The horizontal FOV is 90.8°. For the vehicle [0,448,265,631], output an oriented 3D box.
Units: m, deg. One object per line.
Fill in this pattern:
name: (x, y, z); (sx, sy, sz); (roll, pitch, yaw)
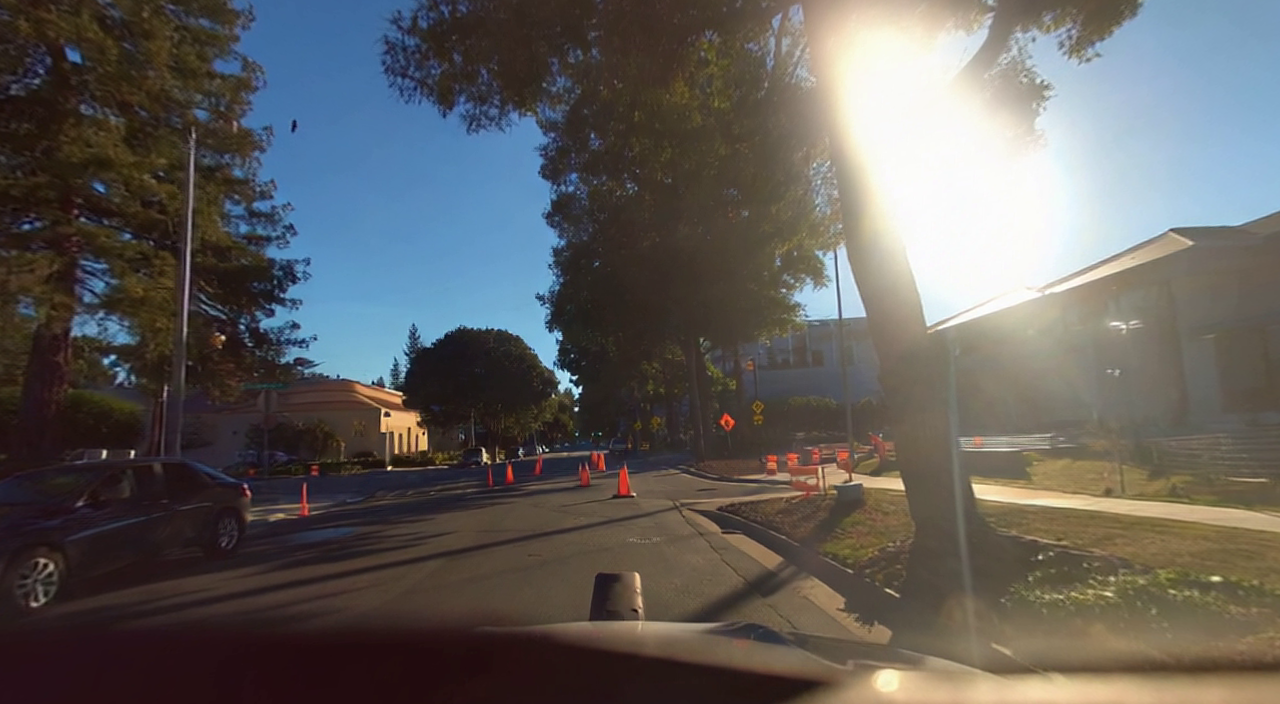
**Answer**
vehicle: (-7.612, 1.914, 6.859); (2.961, 1.701, 7.563); (1, -9, -4)
